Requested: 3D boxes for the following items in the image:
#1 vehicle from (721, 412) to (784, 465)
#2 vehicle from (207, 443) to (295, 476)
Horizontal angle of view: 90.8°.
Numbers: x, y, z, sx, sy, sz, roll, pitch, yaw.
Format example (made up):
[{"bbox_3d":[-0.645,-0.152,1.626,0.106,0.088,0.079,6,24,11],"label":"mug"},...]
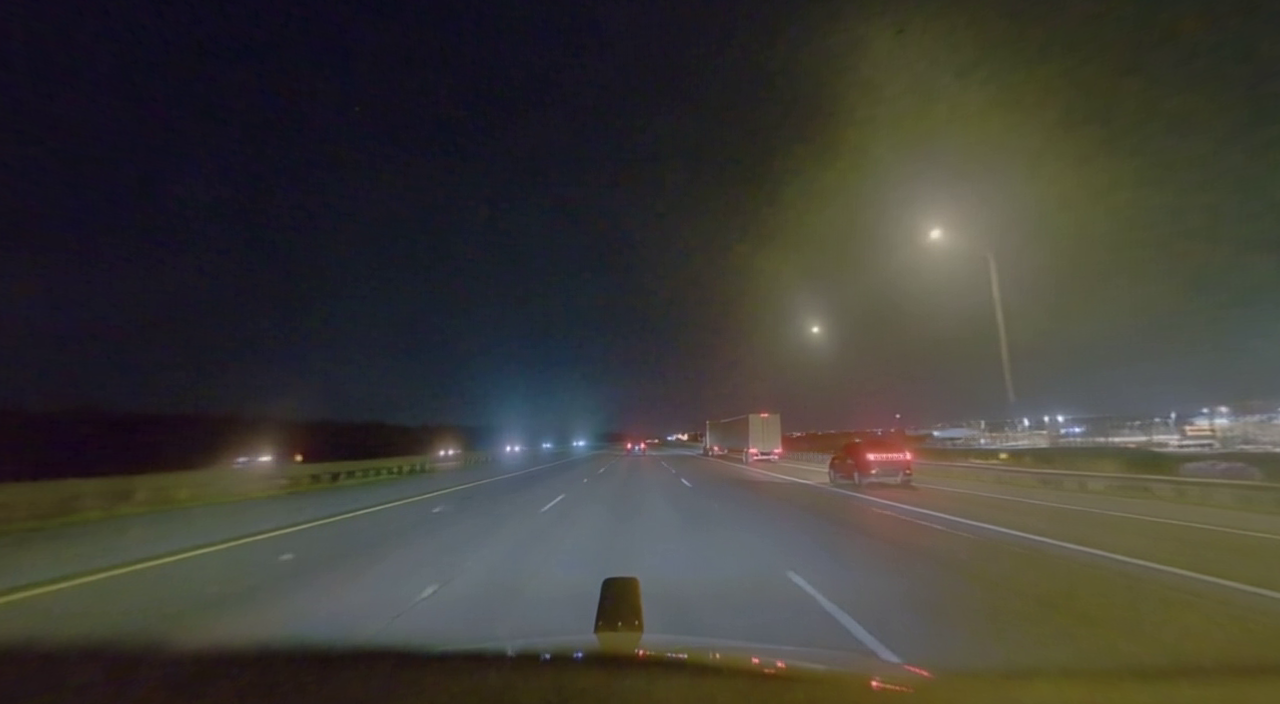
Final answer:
[{"bbox_3d":[7.322,5.823,42.220,2.793,3.204,7.997,0,-8,1],"label":"vehicle"},{"bbox_3d":[-21.931,6.059,35.840,2.078,1.705,4.544,0,-8,0],"label":"vehicle"}]
